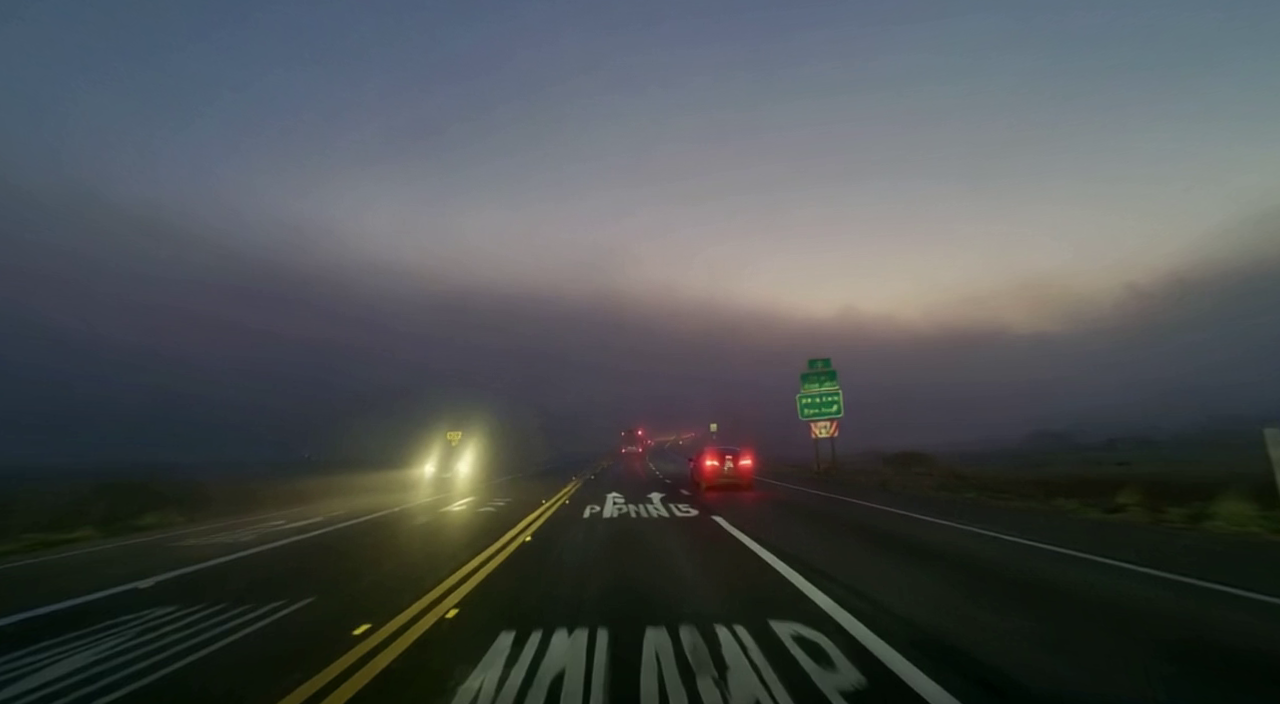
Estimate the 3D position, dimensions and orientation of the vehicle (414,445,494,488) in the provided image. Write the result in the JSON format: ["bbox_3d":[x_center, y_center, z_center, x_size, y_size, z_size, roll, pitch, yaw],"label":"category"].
[{"bbox_3d":[-8.227,5.094,28.477,2.168,1.748,4.811,0,-8,0],"label":"vehicle"}]

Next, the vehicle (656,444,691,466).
[{"bbox_3d":[2.358,7.381,45.318,2.048,1.468,4.490,0,-8,-3],"label":"vehicle"}]

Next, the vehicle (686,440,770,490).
[{"bbox_3d":[2.903,3.849,21.815,2.026,1.531,4.273,0,-8,-4],"label":"vehicle"}]
